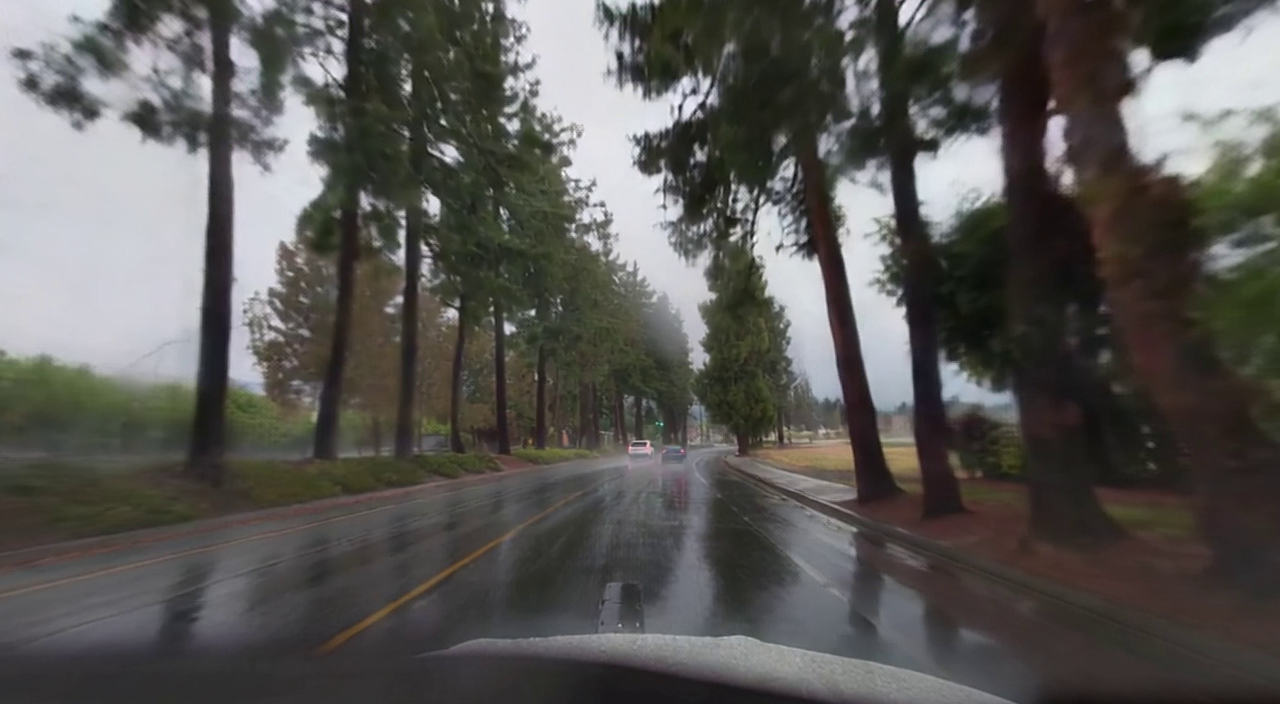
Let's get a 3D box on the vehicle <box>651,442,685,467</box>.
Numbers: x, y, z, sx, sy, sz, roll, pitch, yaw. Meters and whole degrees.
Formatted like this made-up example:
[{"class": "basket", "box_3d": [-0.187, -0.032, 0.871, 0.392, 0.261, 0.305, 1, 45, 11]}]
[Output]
[{"class": "vehicle", "box_3d": [1.874, 6.650, 41.171, 2.071, 1.474, 4.047, -1, -8, 5]}]
